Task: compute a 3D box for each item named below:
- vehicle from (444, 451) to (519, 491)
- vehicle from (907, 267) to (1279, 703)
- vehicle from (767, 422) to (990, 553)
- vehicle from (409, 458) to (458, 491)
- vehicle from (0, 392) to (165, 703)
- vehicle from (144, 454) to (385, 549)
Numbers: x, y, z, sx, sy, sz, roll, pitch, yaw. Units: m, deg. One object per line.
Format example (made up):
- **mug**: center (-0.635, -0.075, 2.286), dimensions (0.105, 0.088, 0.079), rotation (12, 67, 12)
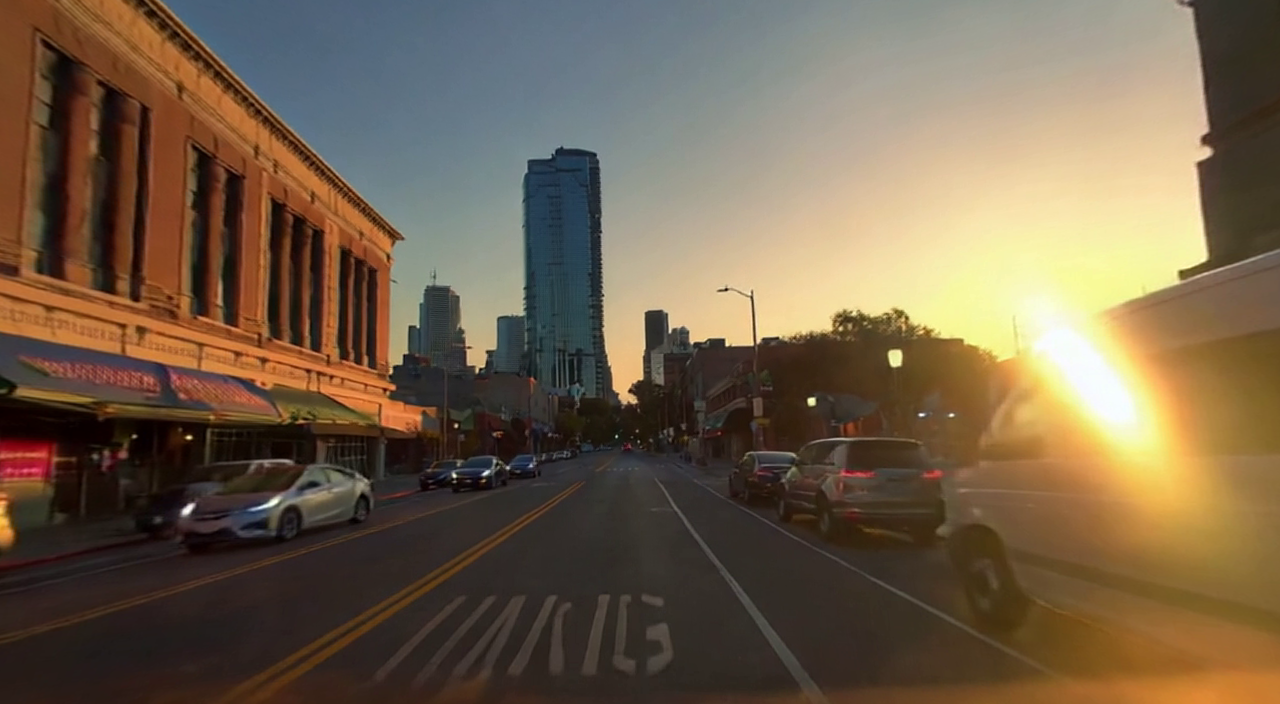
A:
- **vehicle**: center (-6.658, 5.034, 27.092), dimensions (1.993, 1.484, 4.812), rotation (0, -9, 0)
- **vehicle**: center (3.796, 0.826, 3.261), dimensions (2.215, 2.177, 5.608), rotation (0, -9, -2)
- **vehicle**: center (3.741, 2.210, 11.082), dimensions (1.881, 1.751, 4.859), rotation (0, -9, -1)
- **vehicle**: center (-11.456, 6.792, 35.206), dimensions (1.586, 1.397, 3.473), rotation (-3, -6, 0)
- **vehicle**: center (-3.242, 0.727, 0.778), dimensions (2.024, 1.579, 4.300), rotation (0, -9, -2)
- **vehicle**: center (-7.218, 2.878, 12.893), dimensions (2.009, 1.488, 4.650), rotation (-1, -9, 1)
